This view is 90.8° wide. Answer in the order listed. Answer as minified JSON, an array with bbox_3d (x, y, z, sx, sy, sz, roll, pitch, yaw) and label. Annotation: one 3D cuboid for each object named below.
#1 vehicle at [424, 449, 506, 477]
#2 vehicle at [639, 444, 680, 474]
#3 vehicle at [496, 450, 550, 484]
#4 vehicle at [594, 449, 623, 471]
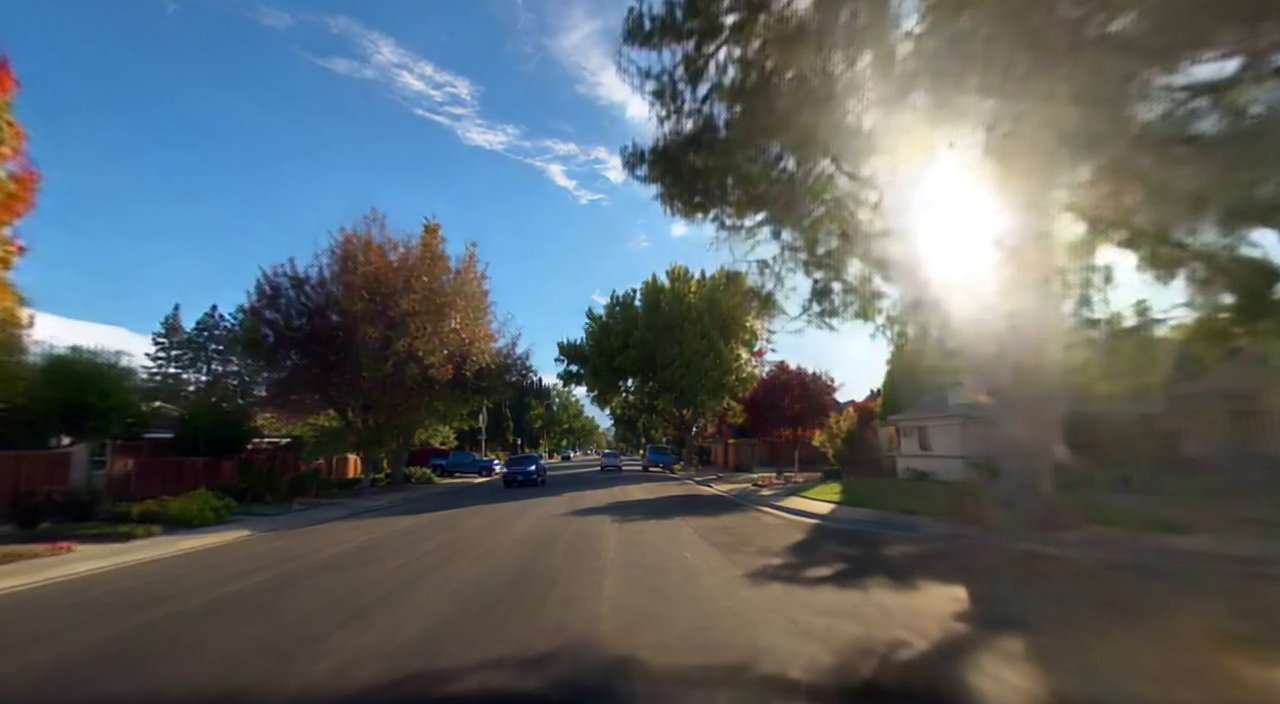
[{"bbox_3d":[-11.712,7.456,42.515,4.947,1.769,2.023,0,-9,-1],"label":"vehicle"},{"bbox_3d":[1.249,7.387,44.036,2.394,1.901,5.759,0,-9,-3],"label":"vehicle"},{"bbox_3d":[-5.786,5.719,31.710,1.926,1.513,4.236,0,-9,0],"label":"vehicle"},{"bbox_3d":[-2.324,7.974,46.765,2.064,1.477,3.968,0,-9,-2],"label":"vehicle"}]
